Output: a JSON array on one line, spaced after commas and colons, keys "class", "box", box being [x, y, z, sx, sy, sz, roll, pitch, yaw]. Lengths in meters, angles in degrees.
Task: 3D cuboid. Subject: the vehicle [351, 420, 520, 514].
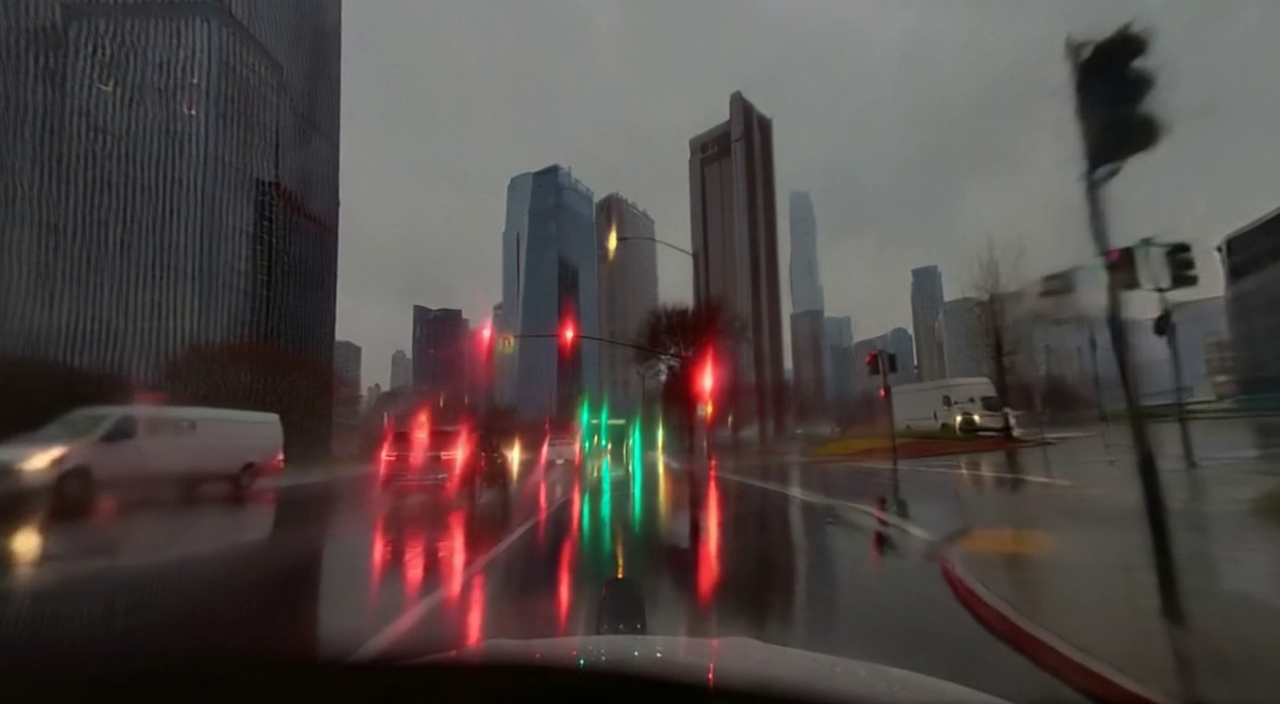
[{"class": "vehicle", "box": [-4.289, 2.503, 14.174, 2.169, 1.741, 4.588, 0, -9, 1]}]

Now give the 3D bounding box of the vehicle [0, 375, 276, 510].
[{"class": "vehicle", "box": [-16.375, 3.014, 21.007, 3.394, 3.584, 8.313, 0, -9, 0]}]

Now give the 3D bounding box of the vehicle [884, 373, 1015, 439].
[{"class": "vehicle", "box": [15.700, 2.887, 32.340, 4.005, 2.827, 4.538, 4, -10, -10]}]

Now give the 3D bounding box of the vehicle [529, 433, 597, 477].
[{"class": "vehicle", "box": [-3.526, 4.866, 29.957, 2.384, 1.849, 5.009, 0, -9, 3]}]
